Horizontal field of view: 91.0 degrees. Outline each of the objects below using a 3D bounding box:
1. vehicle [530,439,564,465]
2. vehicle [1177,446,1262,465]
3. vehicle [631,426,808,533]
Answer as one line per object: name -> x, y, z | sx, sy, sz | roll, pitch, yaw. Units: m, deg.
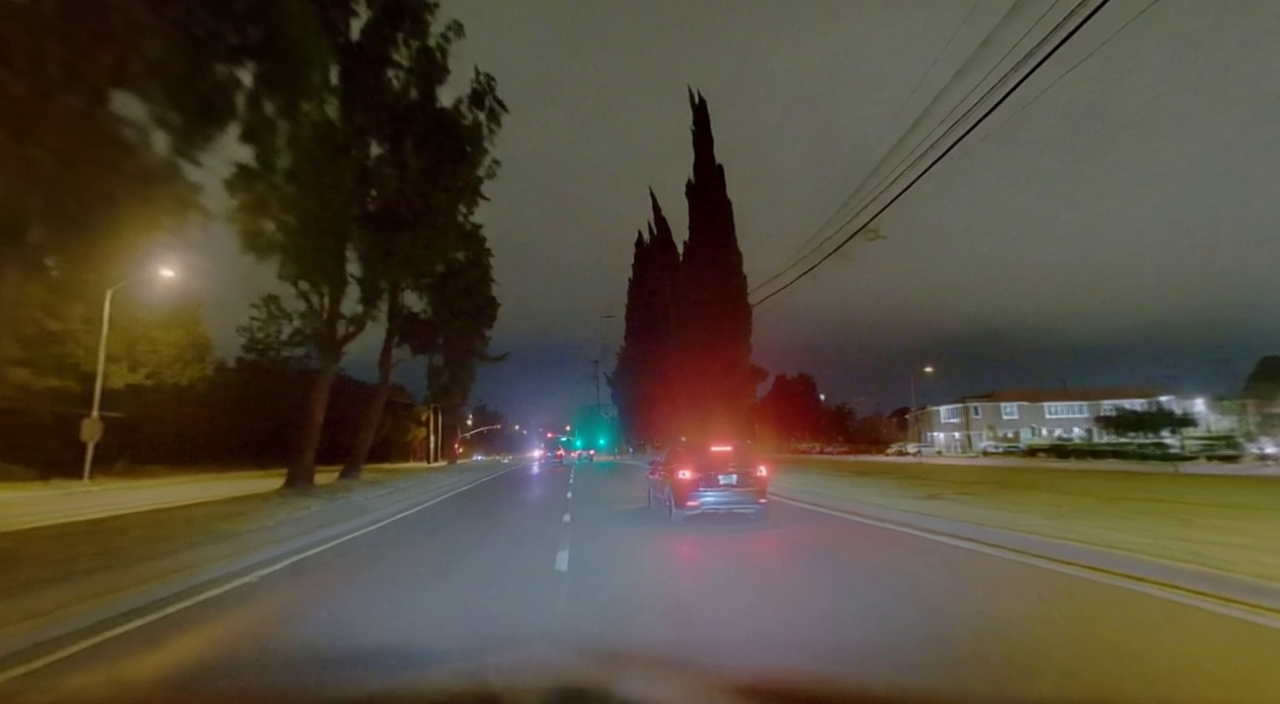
vehicle -> -6.481, 7.042, 44.443 | 2.189, 1.776, 4.342 | 1, -9, -6
vehicle -> 43.345, 7.729, 47.205 | 1.733, 1.399, 4.510 | 1, -9, -7
vehicle -> 1.204, 2.325, 12.168 | 2.235, 1.597, 4.918 | 1, -9, -7
